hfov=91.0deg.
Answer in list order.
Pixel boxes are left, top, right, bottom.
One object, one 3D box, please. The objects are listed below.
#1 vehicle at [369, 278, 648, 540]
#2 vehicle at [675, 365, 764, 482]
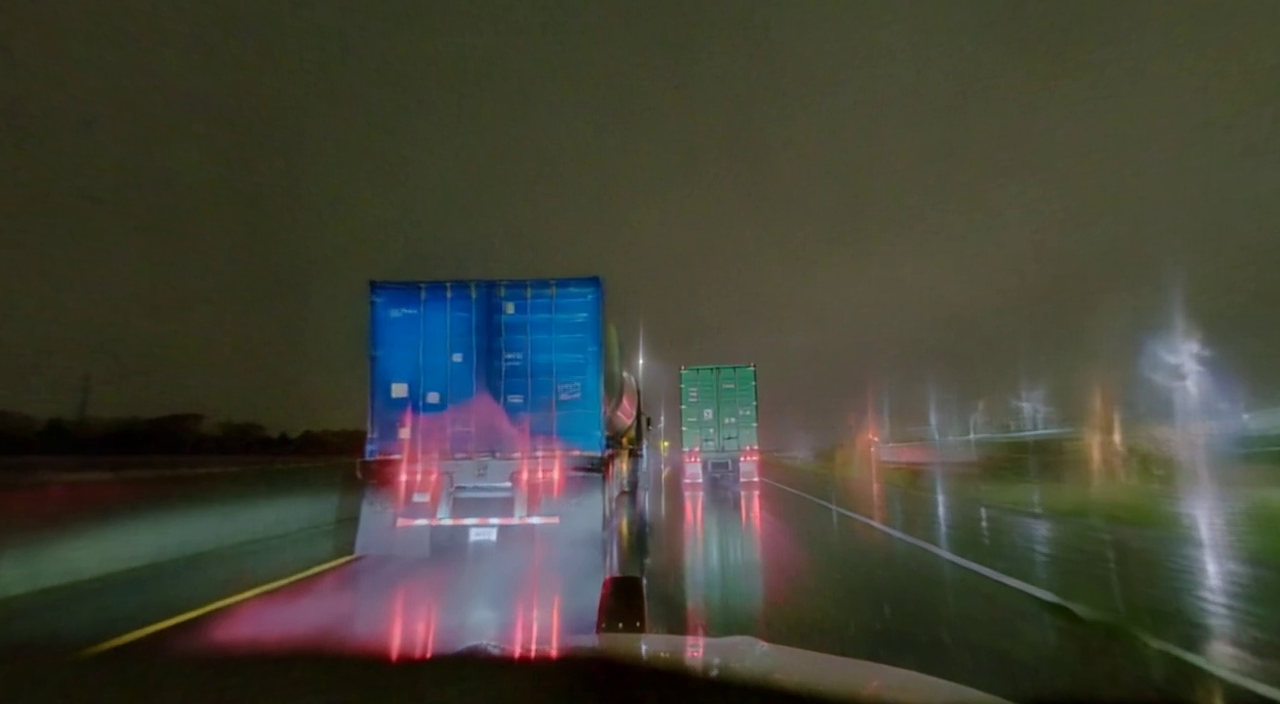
[{"bbox_3d":[-1.713,2.014,17.341,3.267,3.655,17.154,-1,-8,3],"label":"vehicle"},{"bbox_3d":[3.045,3.290,27.488,2.942,4.003,11.297,-1,-8,3],"label":"vehicle"}]
